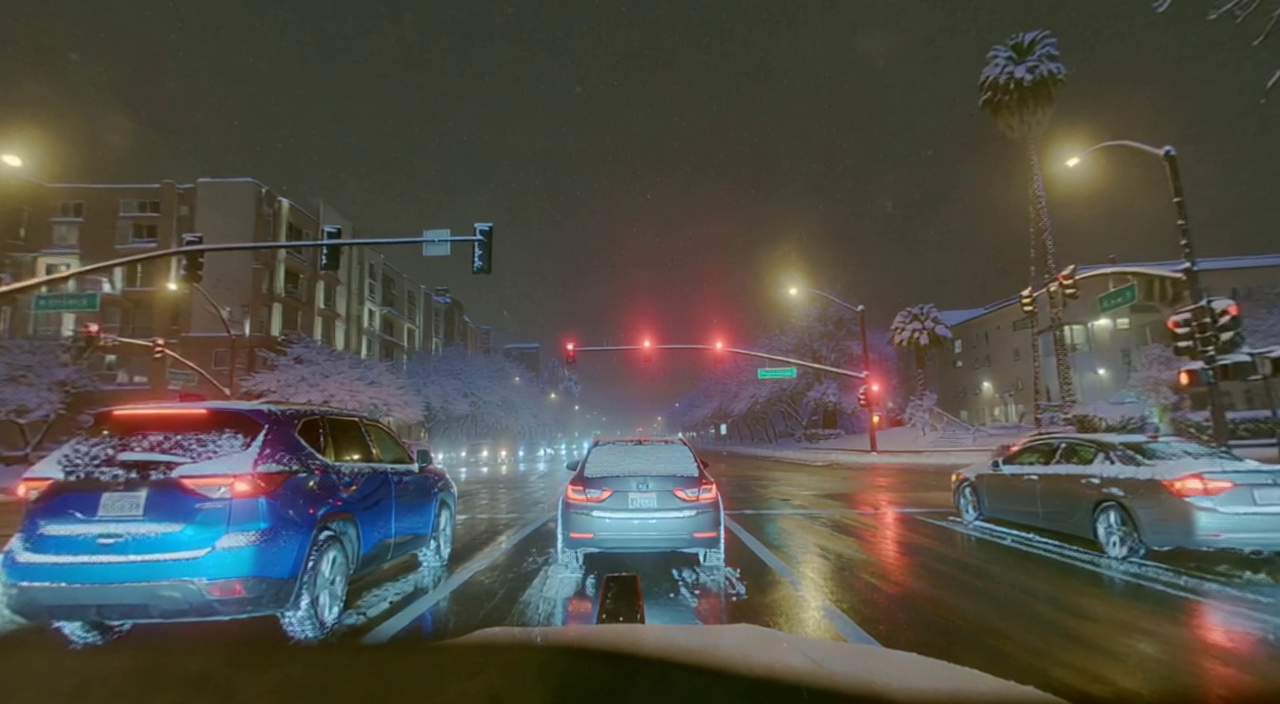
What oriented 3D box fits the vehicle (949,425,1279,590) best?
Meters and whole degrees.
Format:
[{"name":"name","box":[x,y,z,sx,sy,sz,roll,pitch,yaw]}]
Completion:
[{"name":"vehicle","box":[6.097,1.759,8.095,1.970,1.489,4.482,0,-8,-1]}]

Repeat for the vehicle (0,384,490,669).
[{"name":"vehicle","box":[-3.099,1.367,6.083,2.051,1.682,4.467,0,-8,2]}]

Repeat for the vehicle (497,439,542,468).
[{"name":"vehicle","box":[-7.934,6.702,42.019,2.130,1.810,4.450,-2,-8,1]}]

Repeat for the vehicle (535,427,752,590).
[{"name":"vehicle","box":[0.001,1.701,7.731,1.942,1.445,3.973,0,-8,-1]}]
